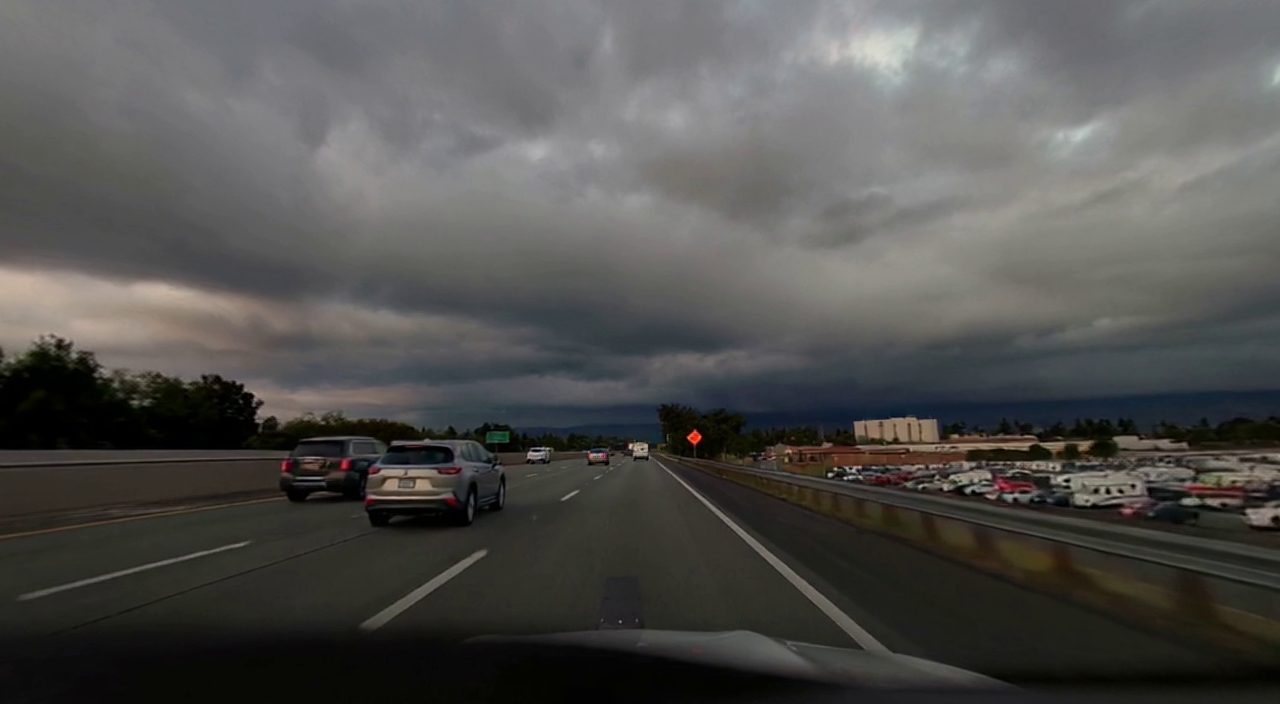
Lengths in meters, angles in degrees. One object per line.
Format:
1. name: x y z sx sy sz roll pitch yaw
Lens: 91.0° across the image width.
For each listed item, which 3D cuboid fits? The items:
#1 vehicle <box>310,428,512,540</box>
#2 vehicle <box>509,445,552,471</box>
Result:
1. vehicle: -3.918 2.331 11.735 2.070 1.665 4.213 0 -9 1
2. vehicle: -7.384 7.203 42.941 2.046 1.644 4.422 0 -9 2
